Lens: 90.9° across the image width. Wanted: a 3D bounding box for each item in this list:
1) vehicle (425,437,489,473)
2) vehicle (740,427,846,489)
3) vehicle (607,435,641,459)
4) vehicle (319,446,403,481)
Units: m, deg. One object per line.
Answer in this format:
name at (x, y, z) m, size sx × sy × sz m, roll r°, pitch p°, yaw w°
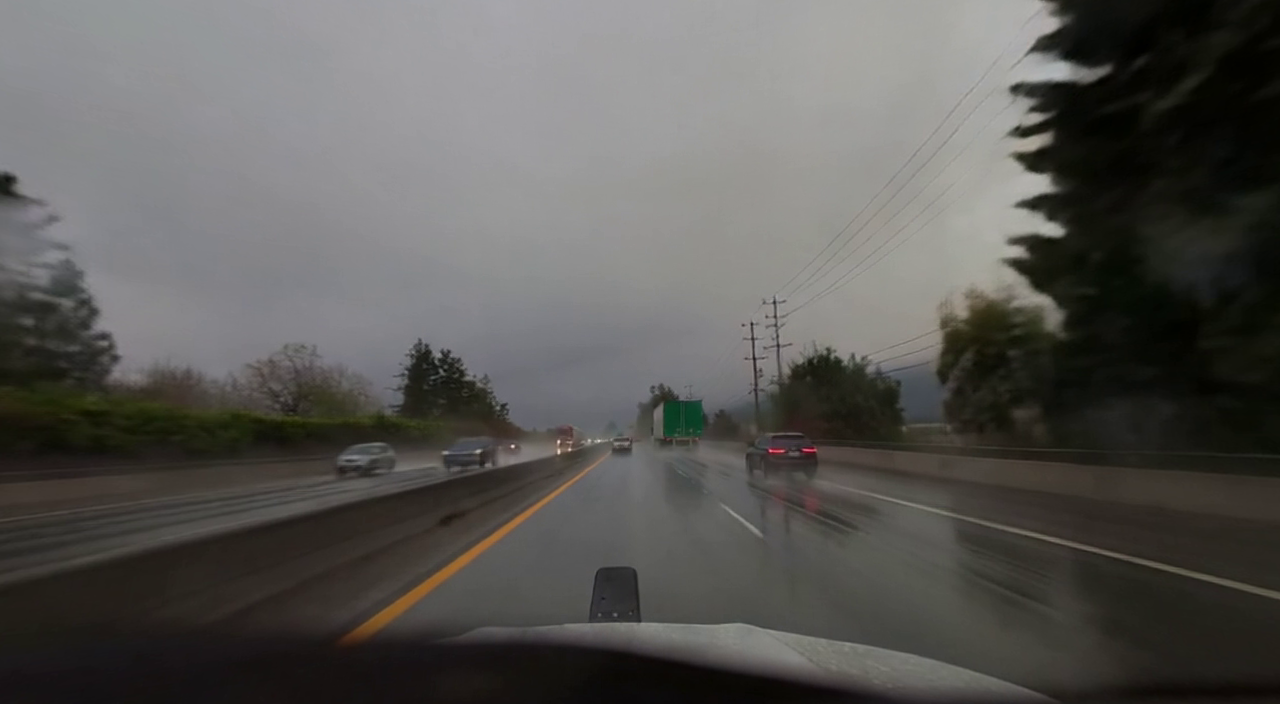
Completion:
vehicle at (-9.149, 5.159, 31.938) m, size 1.941 × 1.635 × 4.547 m, roll 0°, pitch -8°, yaw -1°
vehicle at (4.224, 2.959, 18.028) m, size 1.930 × 1.573 × 3.853 m, roll 0°, pitch -8°, yaw -2°
vehicle at (-1.037, 6.295, 41.900) m, size 2.163 × 1.466 × 3.693 m, roll 0°, pitch -8°, yaw -1°
vehicle at (-13.279, 5.313, 30.335) m, size 1.845 × 1.447 × 4.906 m, roll 0°, pitch -8°, yaw 0°
